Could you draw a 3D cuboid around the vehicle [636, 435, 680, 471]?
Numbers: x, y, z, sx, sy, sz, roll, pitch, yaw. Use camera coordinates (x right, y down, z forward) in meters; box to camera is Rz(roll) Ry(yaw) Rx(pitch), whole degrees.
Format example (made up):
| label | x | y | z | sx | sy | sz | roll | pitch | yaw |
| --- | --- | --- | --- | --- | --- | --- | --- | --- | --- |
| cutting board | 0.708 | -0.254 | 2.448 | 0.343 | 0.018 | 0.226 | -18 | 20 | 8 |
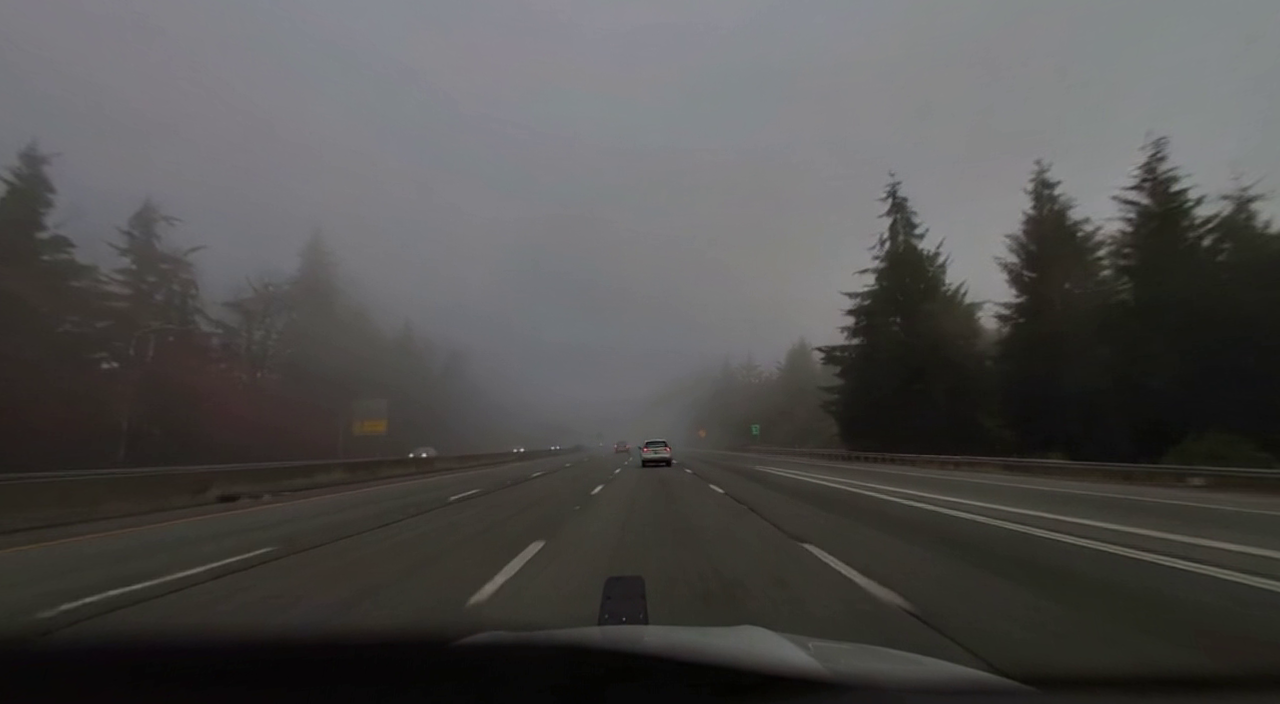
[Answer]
| label | x | y | z | sx | sy | sz | roll | pitch | yaw |
| --- | --- | --- | --- | --- | --- | --- | --- | --- | --- |
| vehicle | 0.927 | 5.454 | 34.255 | 2.260 | 1.766 | 4.348 | 0 | -8 | 0 |
